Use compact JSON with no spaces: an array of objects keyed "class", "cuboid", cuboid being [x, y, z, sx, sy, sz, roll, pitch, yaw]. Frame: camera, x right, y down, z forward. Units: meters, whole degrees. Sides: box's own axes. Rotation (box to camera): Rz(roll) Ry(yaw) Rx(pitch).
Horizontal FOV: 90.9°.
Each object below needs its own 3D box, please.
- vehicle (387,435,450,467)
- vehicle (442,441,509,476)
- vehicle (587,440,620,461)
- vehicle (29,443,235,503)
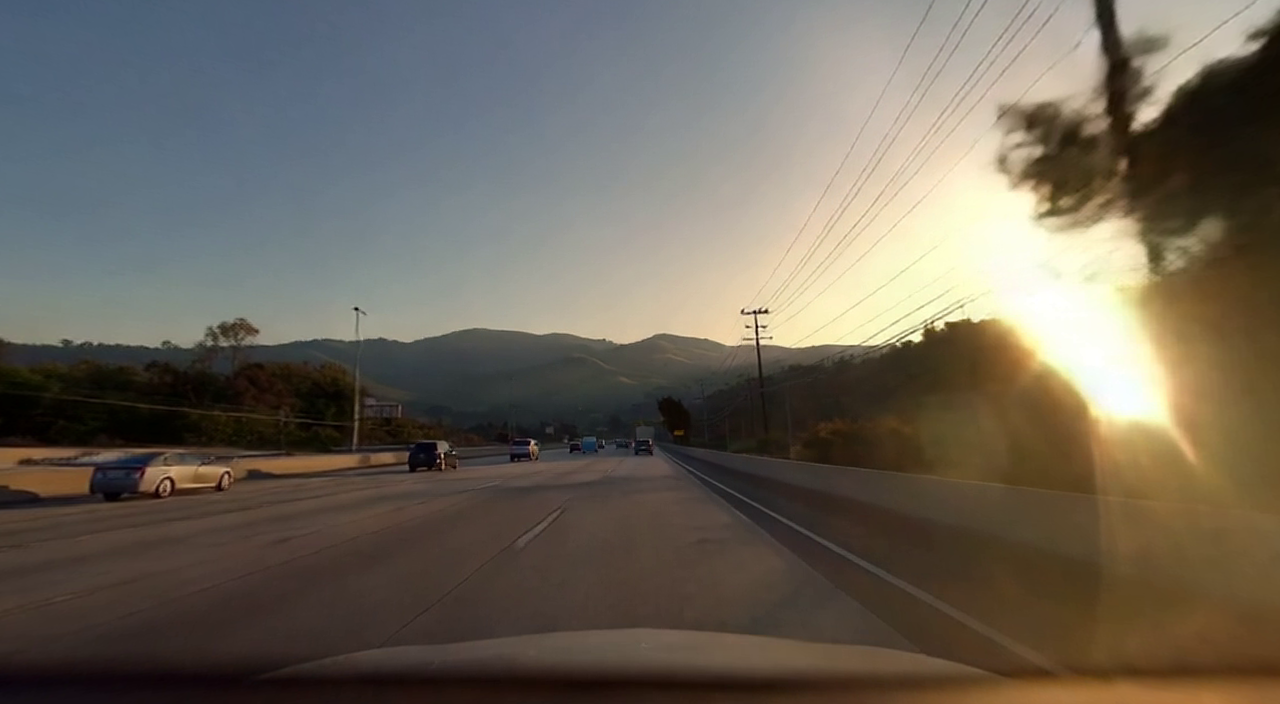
[{"class":"vehicle","cuboid":[-14.298,6.422,41.117,2.172,1.946,5.017,0,-9,1]},{"class":"vehicle","cuboid":[-7.464,4.863,29.004,1.899,1.472,4.202,0,-8,1]},{"class":"vehicle","cuboid":[-2.631,7.184,46.079,2.064,1.446,4.409,0,-9,1]},{"class":"vehicle","cuboid":[-14.368,3.414,18.332,1.885,1.474,4.849,0,-8,1]}]
